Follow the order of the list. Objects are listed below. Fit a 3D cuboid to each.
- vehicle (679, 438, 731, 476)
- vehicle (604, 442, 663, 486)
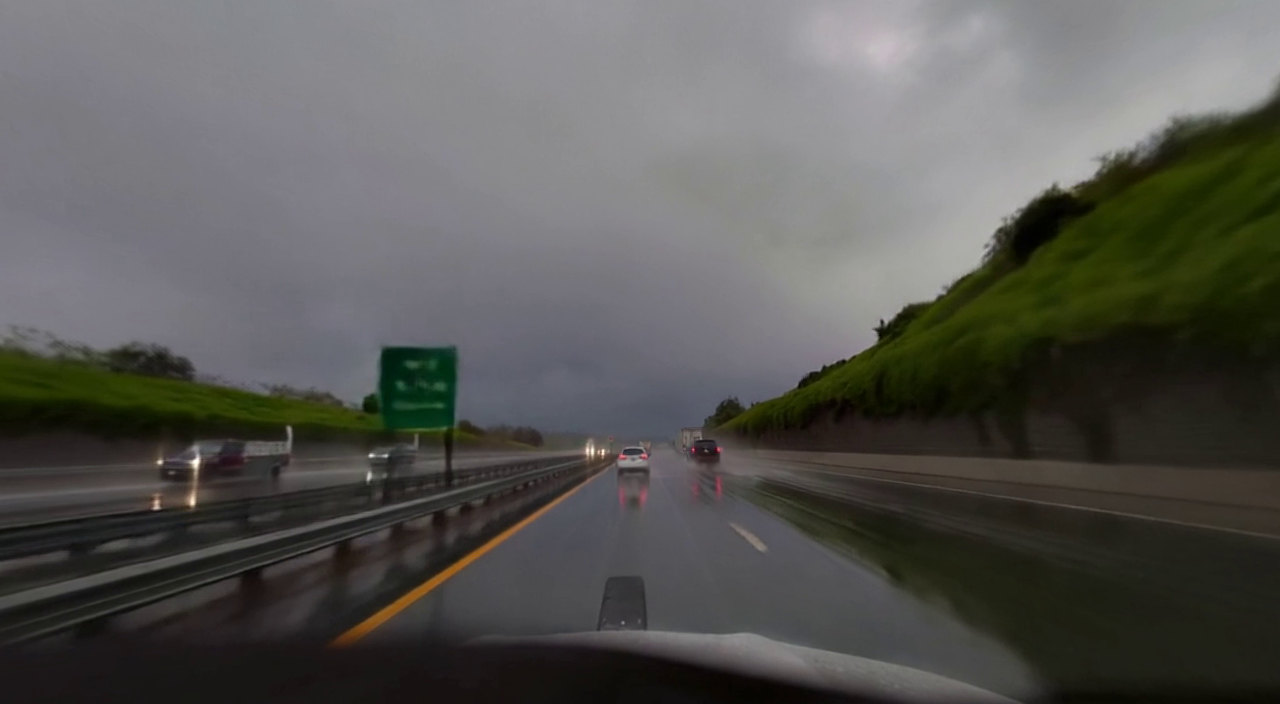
[{"bbox_3d":[3.081,5.091,30.803,2.048,1.704,4.284,0,-9,-1],"label":"vehicle"},{"bbox_3d":[-0.224,4.028,22.855,1.970,1.441,3.846,0,-9,0],"label":"vehicle"}]
